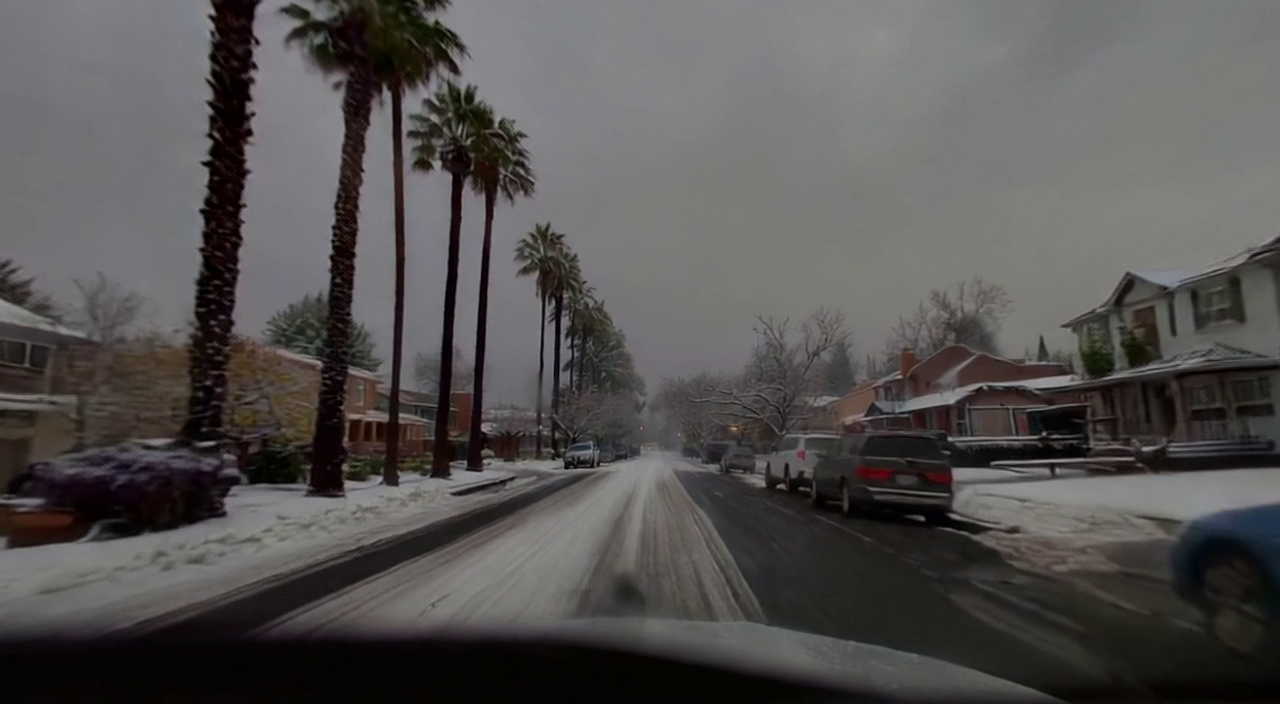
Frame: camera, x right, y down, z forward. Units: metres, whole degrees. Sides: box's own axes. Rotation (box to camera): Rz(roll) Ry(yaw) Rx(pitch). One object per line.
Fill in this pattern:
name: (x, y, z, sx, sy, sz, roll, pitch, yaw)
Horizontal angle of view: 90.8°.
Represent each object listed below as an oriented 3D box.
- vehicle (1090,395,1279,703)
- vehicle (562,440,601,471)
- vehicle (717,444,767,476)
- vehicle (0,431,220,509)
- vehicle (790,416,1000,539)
vehicle: (4.410, 0.938, 2.280, 1.971, 1.663, 5.076, 2, -9, 2)
vehicle: (-3.894, 7.007, 42.943, 2.149, 1.877, 5.082, -2, -9, -1)
vehicle: (5.425, 5.778, 34.097, 2.056, 1.464, 4.493, 2, -9, 2)
vehicle: (-12.791, 2.724, 14.827, 4.448, 1.679, 1.972, 0, -9, 2)
vehicle: (4.557, 2.329, 12.390, 2.166, 1.766, 5.186, 2, -9, 3)
